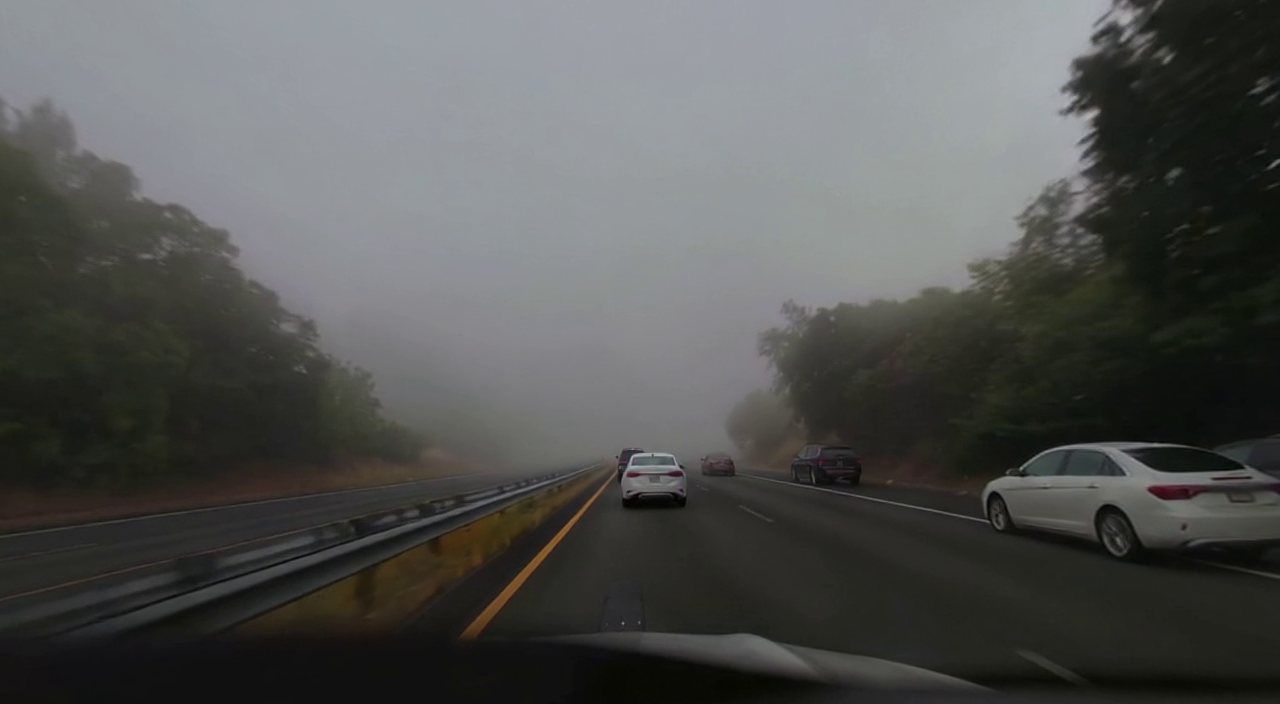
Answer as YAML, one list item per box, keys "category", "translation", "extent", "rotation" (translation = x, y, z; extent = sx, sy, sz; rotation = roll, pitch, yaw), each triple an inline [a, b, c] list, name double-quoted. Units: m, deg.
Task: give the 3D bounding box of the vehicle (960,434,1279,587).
- category: "vehicle"
  translation: [6.306, 1.886, 8.304]
  extent: [1.965, 1.484, 4.090]
  rotation: [0, -9, 0]

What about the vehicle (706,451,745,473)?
- category: "vehicle"
  translation: [6.044, 7.803, 44.945]
  extent: [1.921, 1.451, 3.841]
  rotation: [0, -9, -4]

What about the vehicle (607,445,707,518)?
- category: "vehicle"
  translation: [0.315, 3.003, 15.052]
  extent: [2.076, 1.485, 3.774]
  rotation: [0, -9, -1]

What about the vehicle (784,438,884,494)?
- category: "vehicle"
  translation: [6.523, 3.889, 21.794]
  extent: [1.980, 1.702, 4.235]
  rotation: [0, -9, -2]
